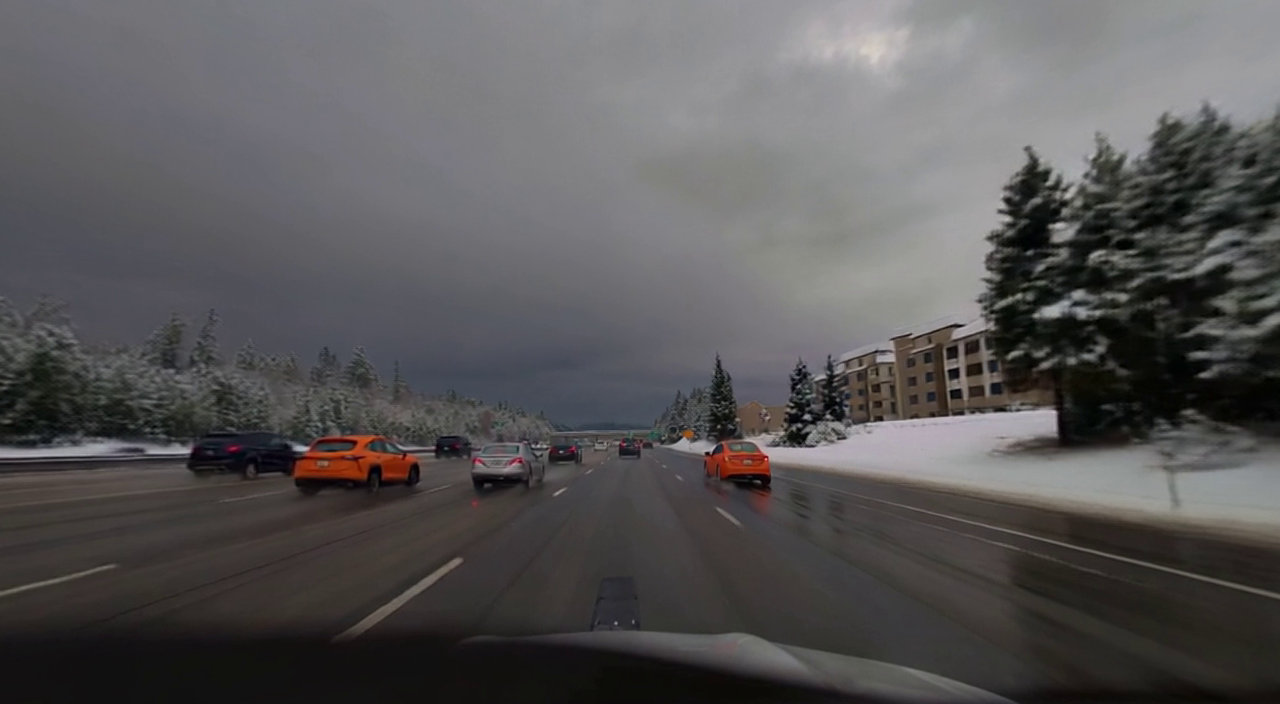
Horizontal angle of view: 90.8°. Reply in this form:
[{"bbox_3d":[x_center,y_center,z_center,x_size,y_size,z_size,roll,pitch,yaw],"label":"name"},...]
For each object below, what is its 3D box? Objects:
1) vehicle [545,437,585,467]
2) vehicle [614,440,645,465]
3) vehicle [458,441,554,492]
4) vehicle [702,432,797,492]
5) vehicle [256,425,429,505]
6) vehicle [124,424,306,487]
[{"bbox_3d":[-4.673,6.332,40.074,2.044,1.774,4.329,0,-8,0],"label":"vehicle"},{"bbox_3d":[-0.707,6.989,44.125,2.053,1.650,3.945,0,-8,-1],"label":"vehicle"},{"bbox_3d":[-4.168,3.628,20.434,2.124,1.426,4.444,0,-8,0],"label":"vehicle"},{"bbox_3d":[3.287,3.414,19.924,2.061,1.658,4.417,0,-8,-2],"label":"vehicle"},{"bbox_3d":[-7.487,2.898,16.677,2.086,1.776,5.080,0,-8,0],"label":"vehicle"},{"bbox_3d":[-15.400,3.799,23.578,2.396,1.999,6.333,0,-8,0],"label":"vehicle"}]
